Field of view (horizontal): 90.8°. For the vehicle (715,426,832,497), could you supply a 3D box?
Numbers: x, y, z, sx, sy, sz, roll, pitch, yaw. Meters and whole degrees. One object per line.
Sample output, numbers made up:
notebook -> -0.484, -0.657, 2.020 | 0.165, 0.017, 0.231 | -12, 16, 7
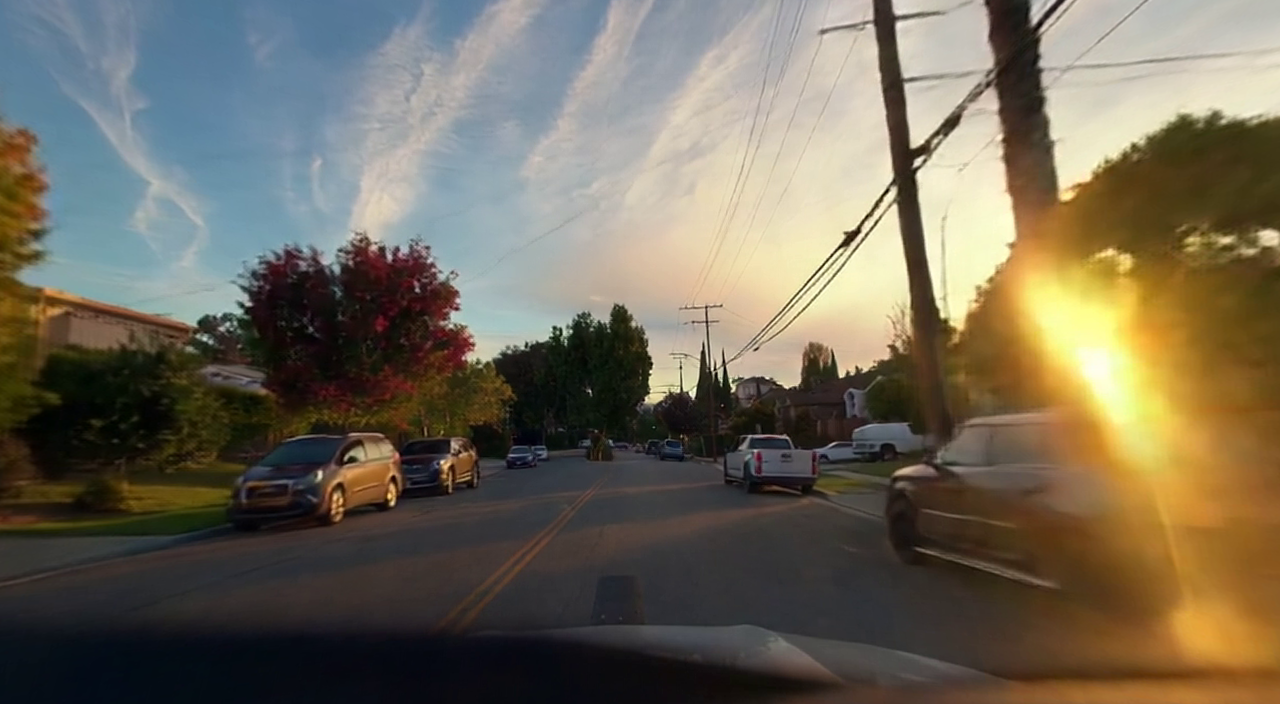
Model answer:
vehicle -> 3.676, 3.171, 18.637 | 2.178, 1.757, 5.495 | 0, -9, -1

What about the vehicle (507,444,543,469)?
vehicle -> -7.105, 6.501, 39.393 | 1.997, 1.456, 4.319 | 1, -9, -8

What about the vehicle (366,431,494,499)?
vehicle -> -6.261, 3.450, 19.683 | 2.158, 1.817, 5.230 | 0, -9, 0

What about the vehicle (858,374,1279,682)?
vehicle -> 3.743, 1.309, 5.763 | 1.889, 1.736, 4.185 | 0, -9, -2

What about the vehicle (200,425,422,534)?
vehicle -> -6.283, 2.474, 12.887 | 2.031, 1.799, 4.587 | 0, -9, 0
